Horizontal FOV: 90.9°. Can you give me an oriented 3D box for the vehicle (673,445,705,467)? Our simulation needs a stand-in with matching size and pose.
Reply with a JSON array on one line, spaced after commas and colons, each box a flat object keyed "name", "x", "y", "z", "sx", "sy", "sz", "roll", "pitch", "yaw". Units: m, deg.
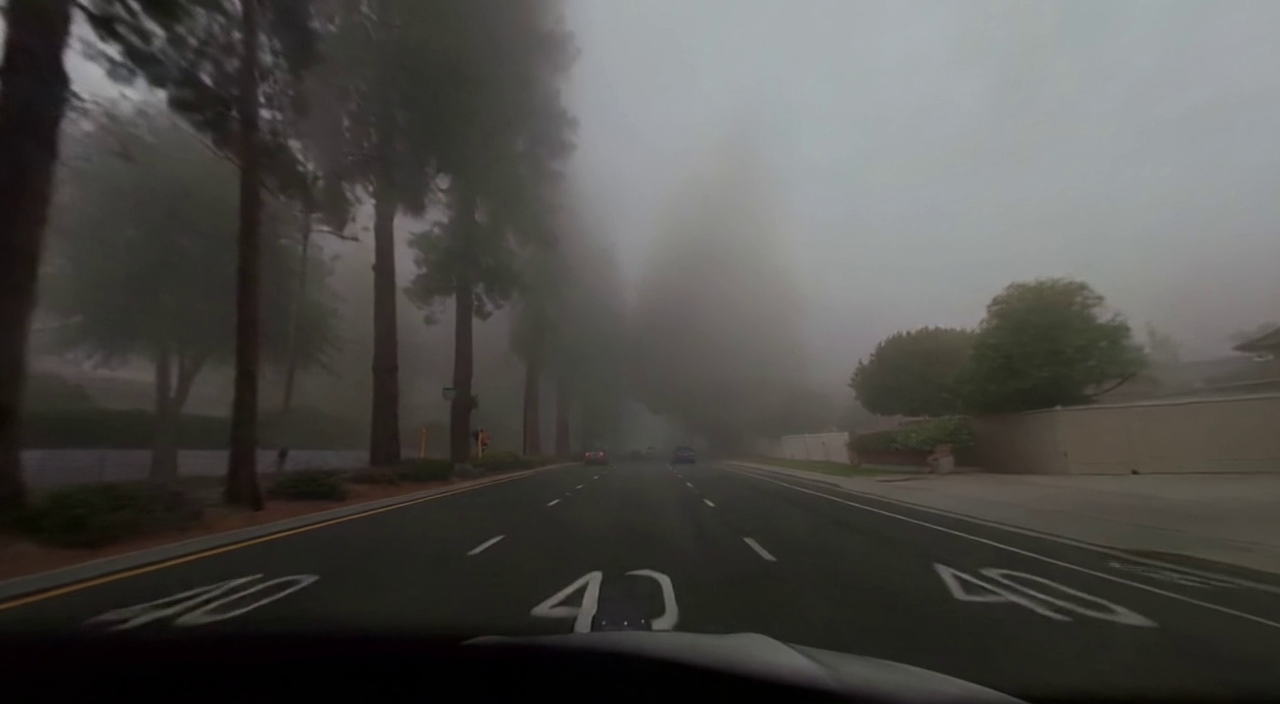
[{"name": "vehicle", "x": 3.535, "y": 7.608, "z": 46.402, "sx": 1.992, "sy": 1.511, "sz": 4.464, "roll": 0, "pitch": -9, "yaw": 0}]
